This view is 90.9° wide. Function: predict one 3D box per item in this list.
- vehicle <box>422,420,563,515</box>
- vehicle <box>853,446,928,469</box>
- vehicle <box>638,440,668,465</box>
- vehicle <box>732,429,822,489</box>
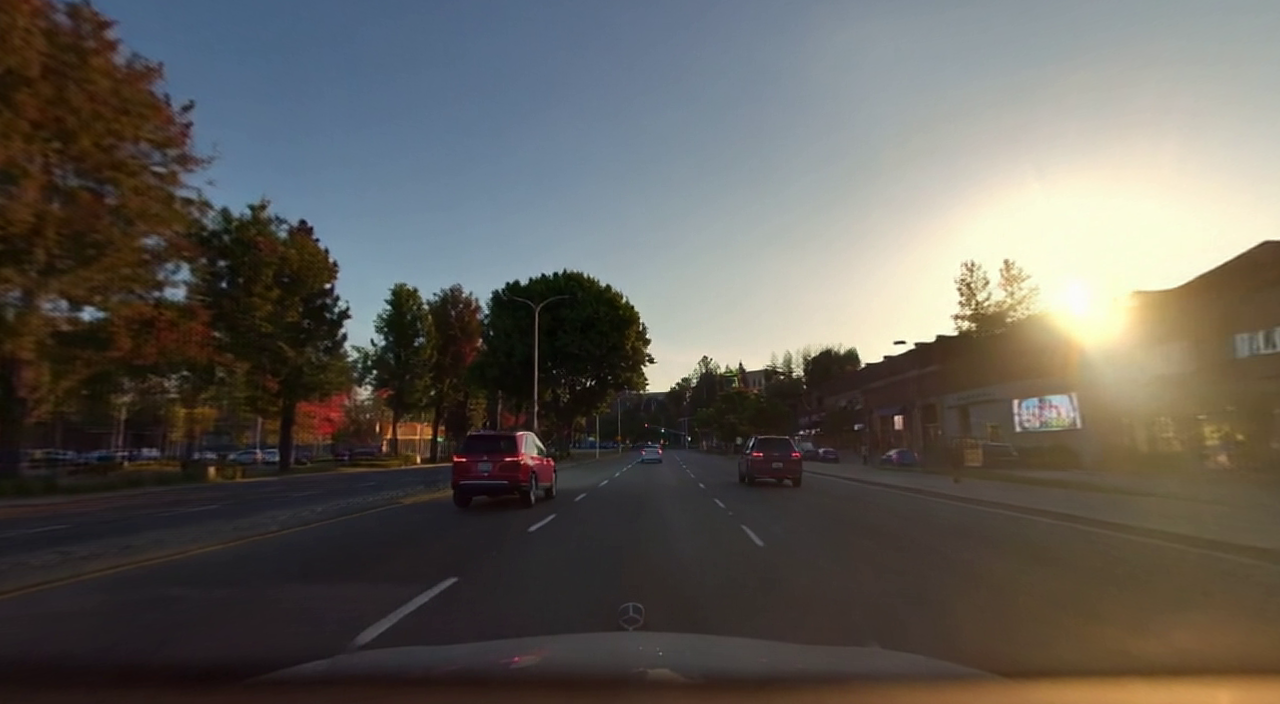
[{"bbox_3d":[-3.140,2.572,14.516,2.047,1.810,4.414,0,-8,2],"label":"vehicle"},{"bbox_3d":[16.409,6.903,41.322,4.133,1.475,1.833,2,-9,-11],"label":"vehicle"},{"bbox_3d":[0.967,7.403,46.522,2.067,1.702,3.987,0,-8,2],"label":"vehicle"},{"bbox_3d":[4.480,3.573,21.371,2.083,1.779,4.347,0,-8,0],"label":"vehicle"}]
